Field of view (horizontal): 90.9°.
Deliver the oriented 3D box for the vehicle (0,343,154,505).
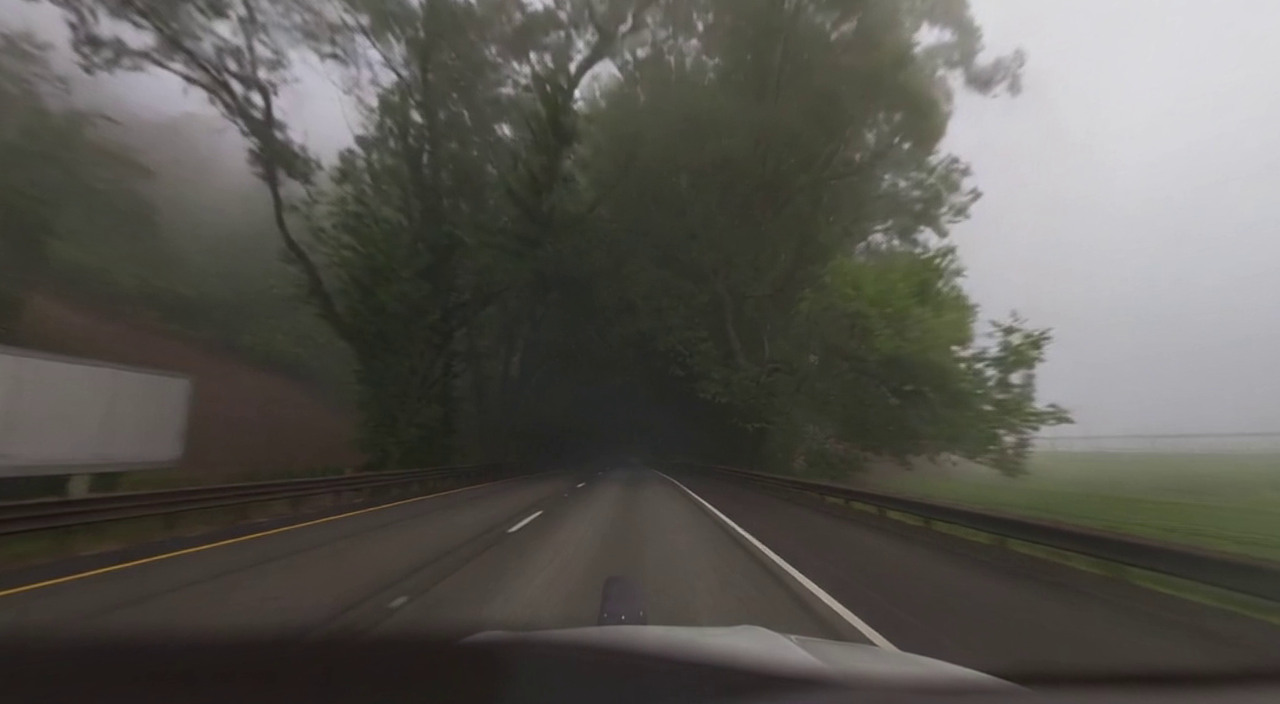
[{"bbox_3d":[-17.241,1.390,13.000,2.986,3.958,14.432,0,-9,0],"label":"vehicle"}]
